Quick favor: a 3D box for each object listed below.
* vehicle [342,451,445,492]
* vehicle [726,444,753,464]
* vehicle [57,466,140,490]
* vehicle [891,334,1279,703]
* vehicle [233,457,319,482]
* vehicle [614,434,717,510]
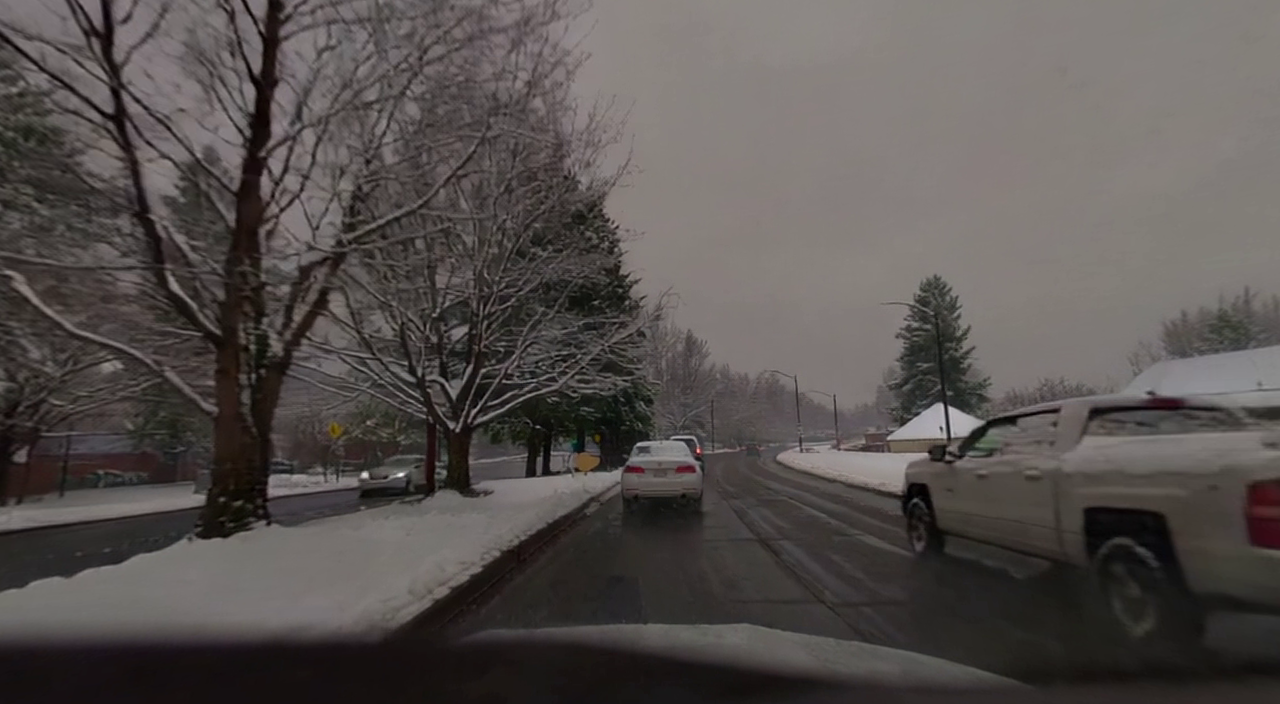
[{"bbox_3d":[-10.128,4.934,26.434,2.027,1.511,4.711,-1,-8,6],"label":"vehicle"},{"bbox_3d":[7.828,7.987,49.585,1.984,1.507,4.359,-2,-8,9],"label":"vehicle"},{"bbox_3d":[-38.537,8.982,44.937,4.279,1.561,2.022,-1,-8,7],"label":"vehicle"},{"bbox_3d":[4.104,1.125,5.143,1.953,1.818,5.299,0,-8,0],"label":"vehicle"},{"bbox_3d":[-25.600,8.284,44.400,4.951,1.618,1.952,-1,-8,6],"label":"vehicle"},{"bbox_3d":[0.694,2.820,15.321,2.154,1.585,3.997,-1,-8,5],"label":"vehicle"}]
